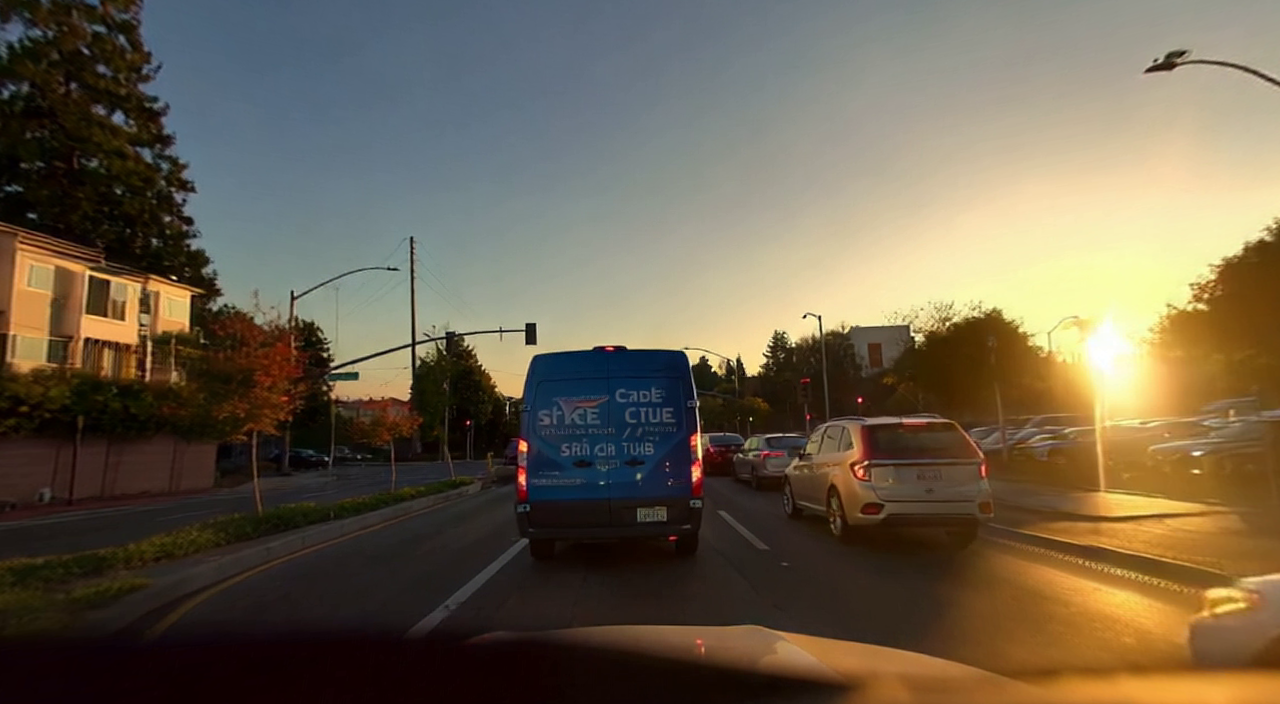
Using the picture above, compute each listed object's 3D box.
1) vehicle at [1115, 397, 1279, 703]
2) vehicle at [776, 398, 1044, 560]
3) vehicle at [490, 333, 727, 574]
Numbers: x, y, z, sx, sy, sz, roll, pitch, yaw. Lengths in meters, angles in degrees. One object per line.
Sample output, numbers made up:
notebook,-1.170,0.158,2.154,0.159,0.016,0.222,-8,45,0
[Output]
vehicle,3.406,0.702,0.896,1.951,1.483,4.582,0,-8,1
vehicle,3.431,1.702,9.124,1.965,1.771,4.295,0,-8,0
vehicle,-0.267,1.389,9.091,2.422,2.488,4.992,0,-8,1
